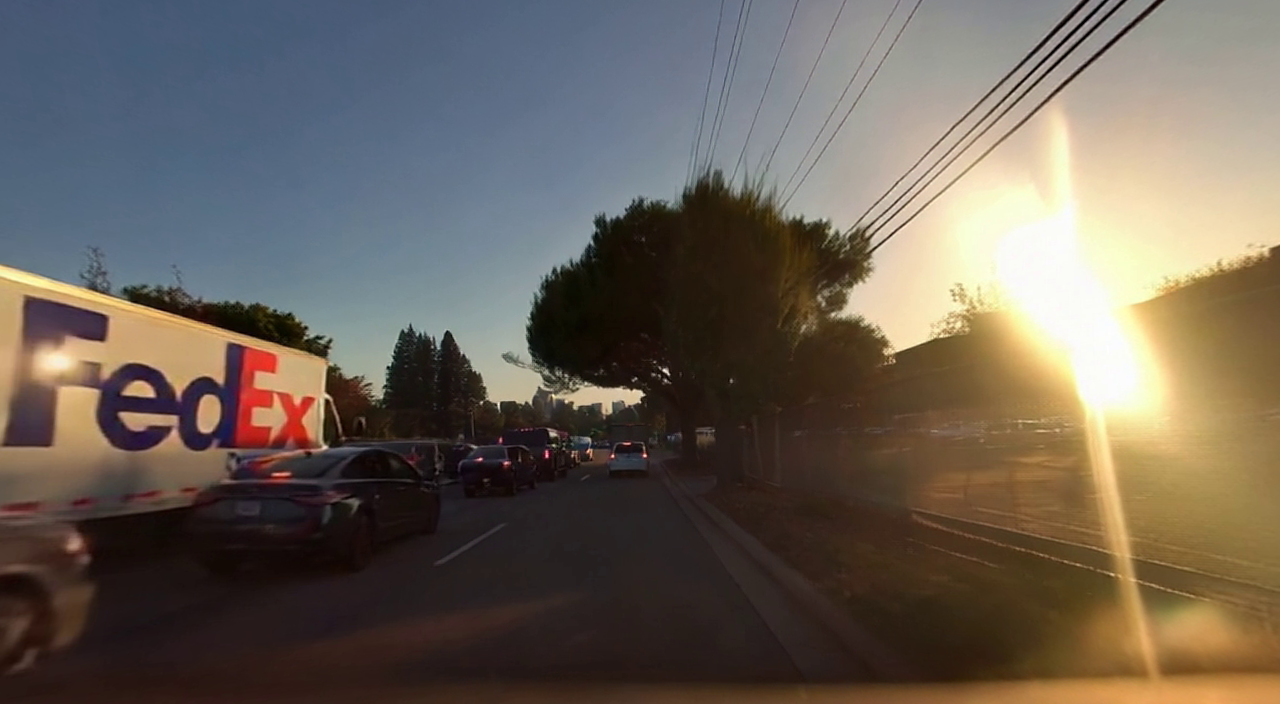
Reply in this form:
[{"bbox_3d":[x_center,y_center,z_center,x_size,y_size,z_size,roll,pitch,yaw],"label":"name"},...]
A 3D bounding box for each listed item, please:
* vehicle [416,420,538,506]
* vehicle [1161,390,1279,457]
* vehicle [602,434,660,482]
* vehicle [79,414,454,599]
[{"bbox_3d":[-3.992,2.801,16.304,1.956,1.865,4.624,0,-8,-1],"label":"vehicle"},{"bbox_3d":[32.896,3.791,32.985,8.848,3.271,2.774,0,-9,-4],"label":"vehicle"},{"bbox_3d":[-0.353,4.083,24.557,2.055,1.671,4.147,0,-8,-1],"label":"vehicle"},{"bbox_3d":[-3.992,1.704,7.877,2.014,1.637,4.382,0,-8,0],"label":"vehicle"}]
